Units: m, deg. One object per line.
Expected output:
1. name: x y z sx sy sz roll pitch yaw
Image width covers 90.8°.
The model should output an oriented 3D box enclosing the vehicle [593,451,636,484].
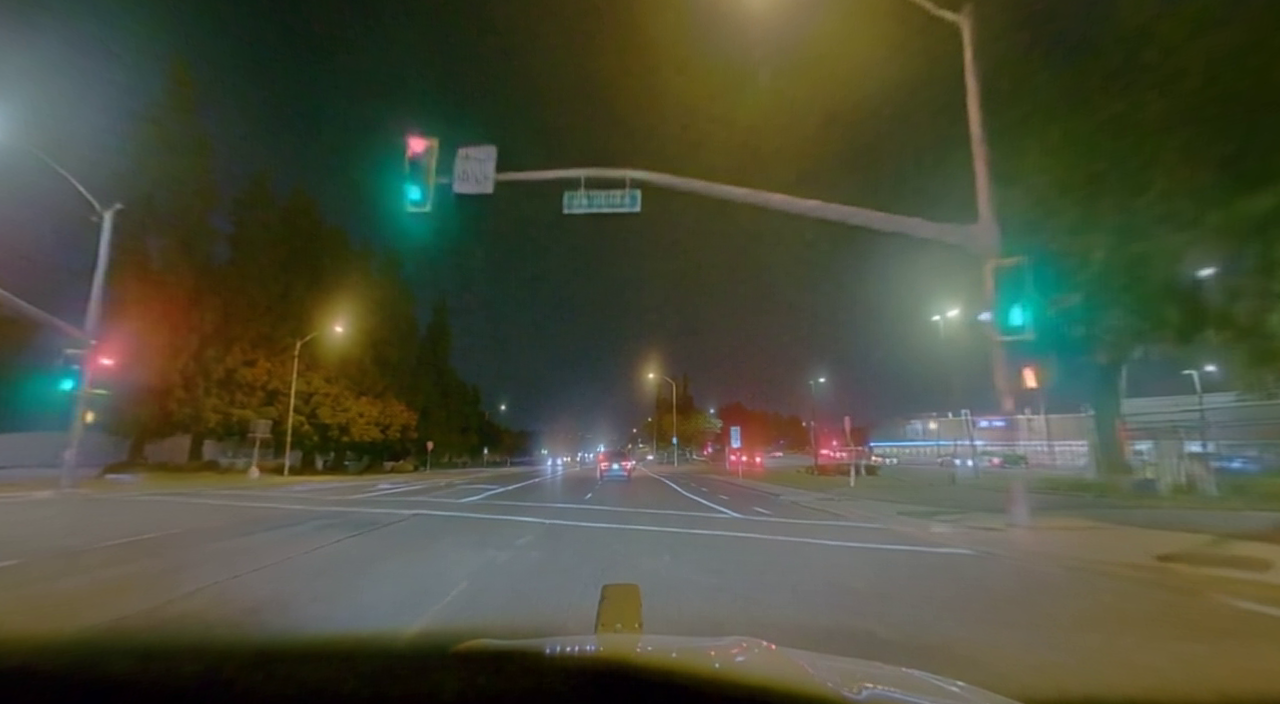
1. vehicle: -1.245 5.462 30.201 1.917 1.418 3.987 0 -8 -3
